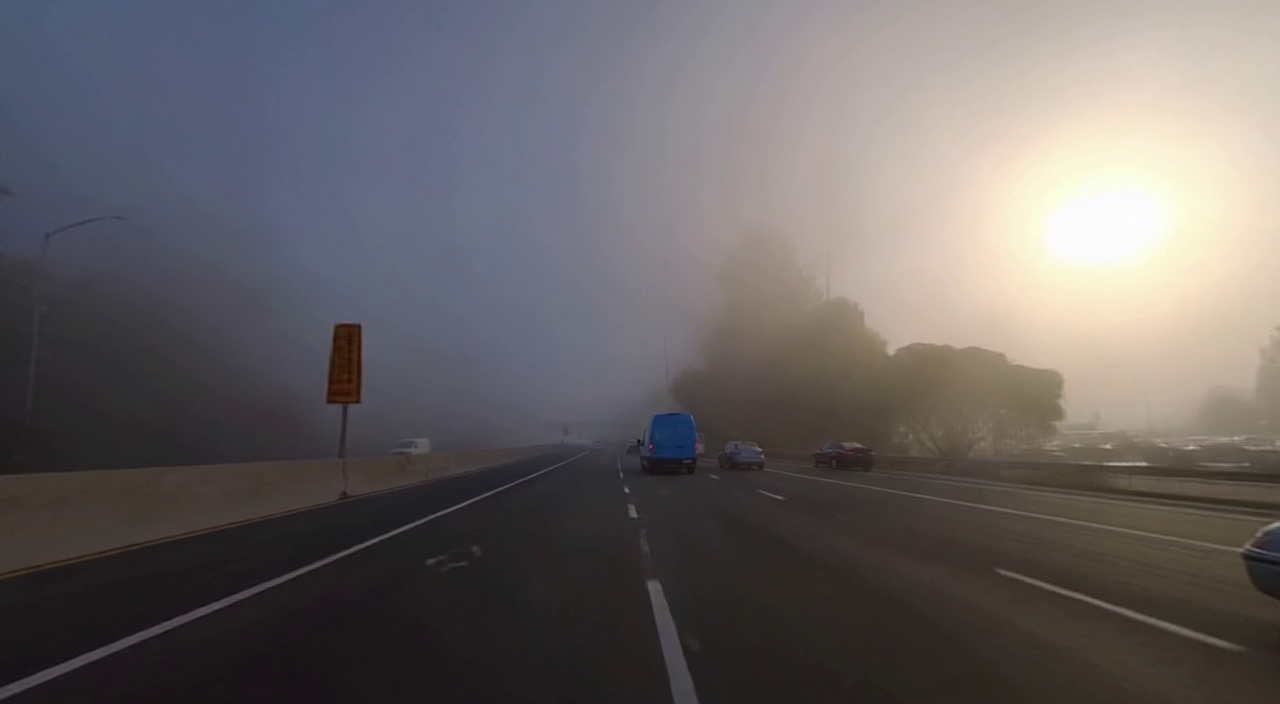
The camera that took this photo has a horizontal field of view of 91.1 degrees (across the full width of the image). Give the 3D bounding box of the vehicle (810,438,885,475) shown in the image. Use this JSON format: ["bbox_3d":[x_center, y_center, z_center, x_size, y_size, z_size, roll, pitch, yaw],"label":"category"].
[{"bbox_3d":[8.950,4.522,27.416,1.874,1.496,3.586,0,-8,-4],"label":"vehicle"}]

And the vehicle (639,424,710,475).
[{"bbox_3d":[1.402,4.380,28.398,2.546,2.087,5.404,0,-8,-4],"label":"vehicle"}]

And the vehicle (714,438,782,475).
[{"bbox_3d":[4.679,4.584,27.786,2.099,1.510,3.784,0,-8,-4],"label":"vehicle"}]
